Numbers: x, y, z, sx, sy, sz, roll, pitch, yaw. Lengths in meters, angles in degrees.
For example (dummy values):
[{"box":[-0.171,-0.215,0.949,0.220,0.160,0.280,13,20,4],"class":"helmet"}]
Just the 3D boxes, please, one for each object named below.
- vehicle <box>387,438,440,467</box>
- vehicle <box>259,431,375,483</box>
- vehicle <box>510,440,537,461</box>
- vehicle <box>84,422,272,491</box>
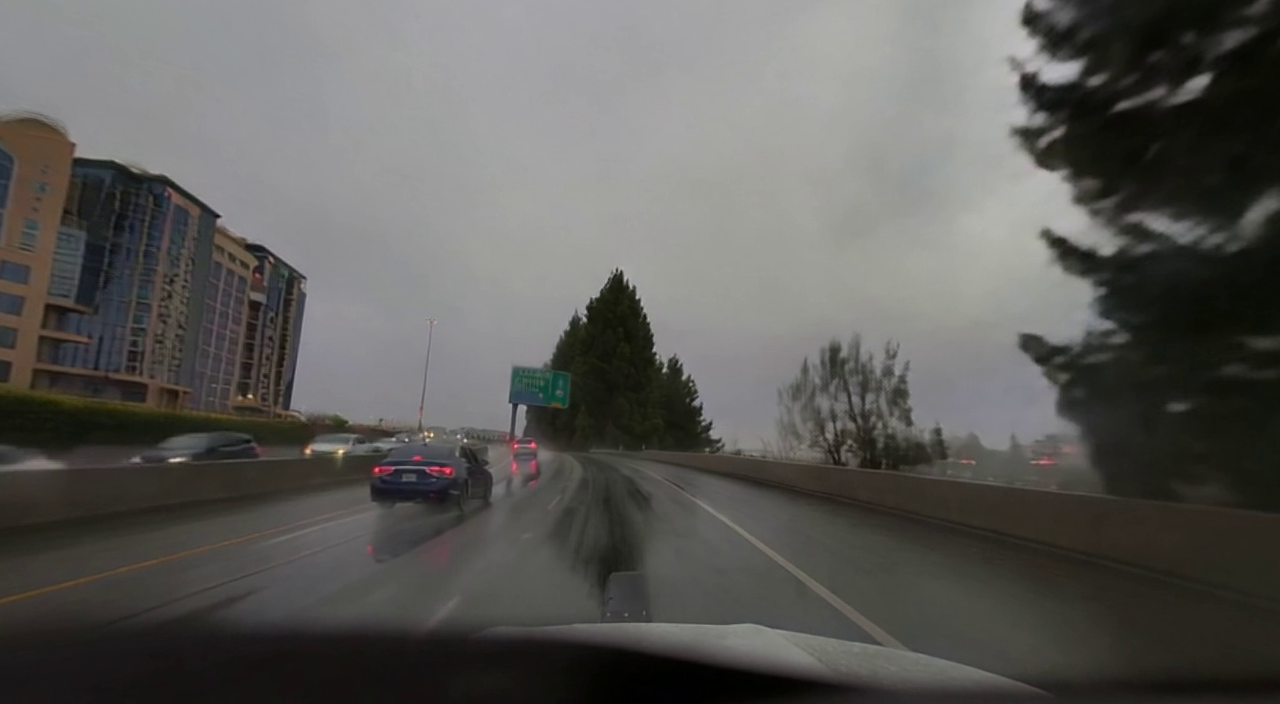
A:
[{"box":[-12.927,5.757,36.232,1.897,1.538,4.033,1,-9,-6],"class":"vehicle"},{"box":[-11.701,3.818,23.256,2.028,1.675,4.870,0,-8,-5],"class":"vehicle"},{"box":[-8.690,7.392,47.313,1.885,1.469,4.211,1,-9,-9],"class":"vehicle"},{"box":[-15.006,3.443,21.079,2.236,1.947,5.807,0,-8,-5],"class":"vehicle"}]
